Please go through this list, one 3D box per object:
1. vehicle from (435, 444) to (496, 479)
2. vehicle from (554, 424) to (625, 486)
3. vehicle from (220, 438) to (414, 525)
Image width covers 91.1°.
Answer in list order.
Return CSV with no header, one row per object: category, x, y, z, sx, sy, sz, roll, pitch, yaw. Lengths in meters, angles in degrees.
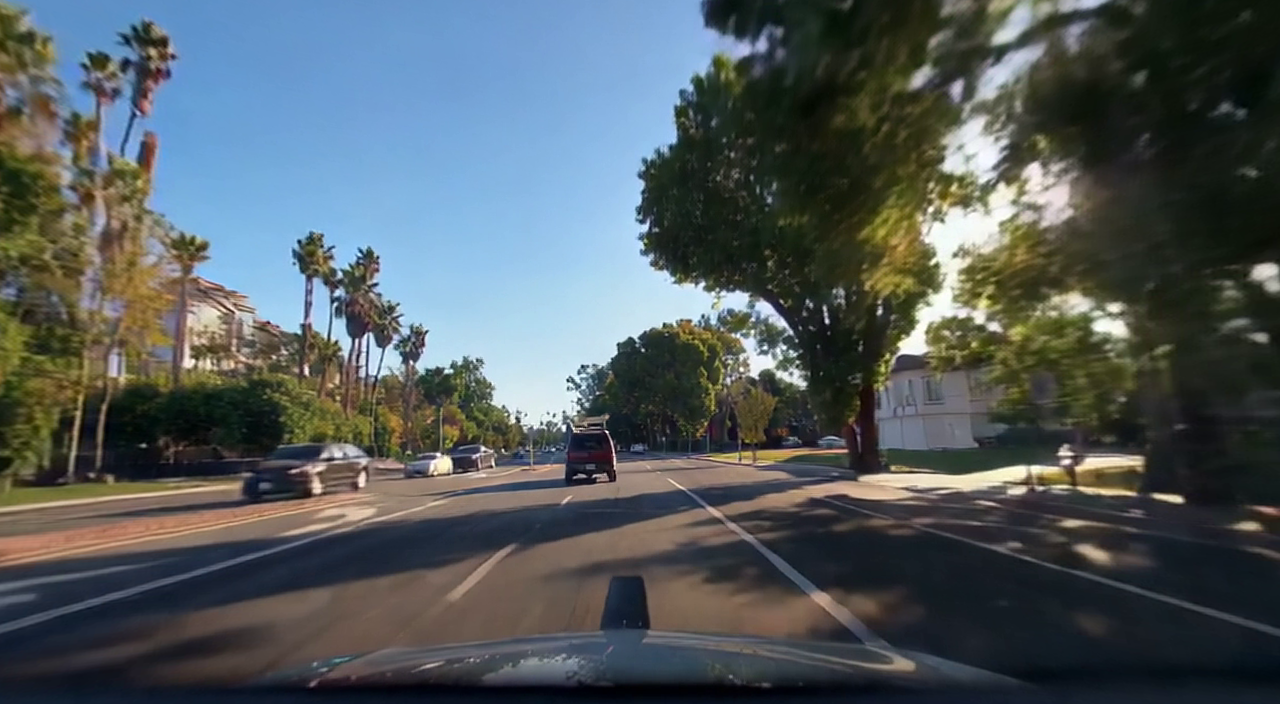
vehicle,-9.104,5.709,33.146,2.114,1.698,4.415,0,-9,-2
vehicle,-2.068,4.113,25.419,2.507,2.161,6.049,1,-9,-5
vehicle,-6.729,2.710,13.743,2.016,1.576,4.215,0,-9,0
